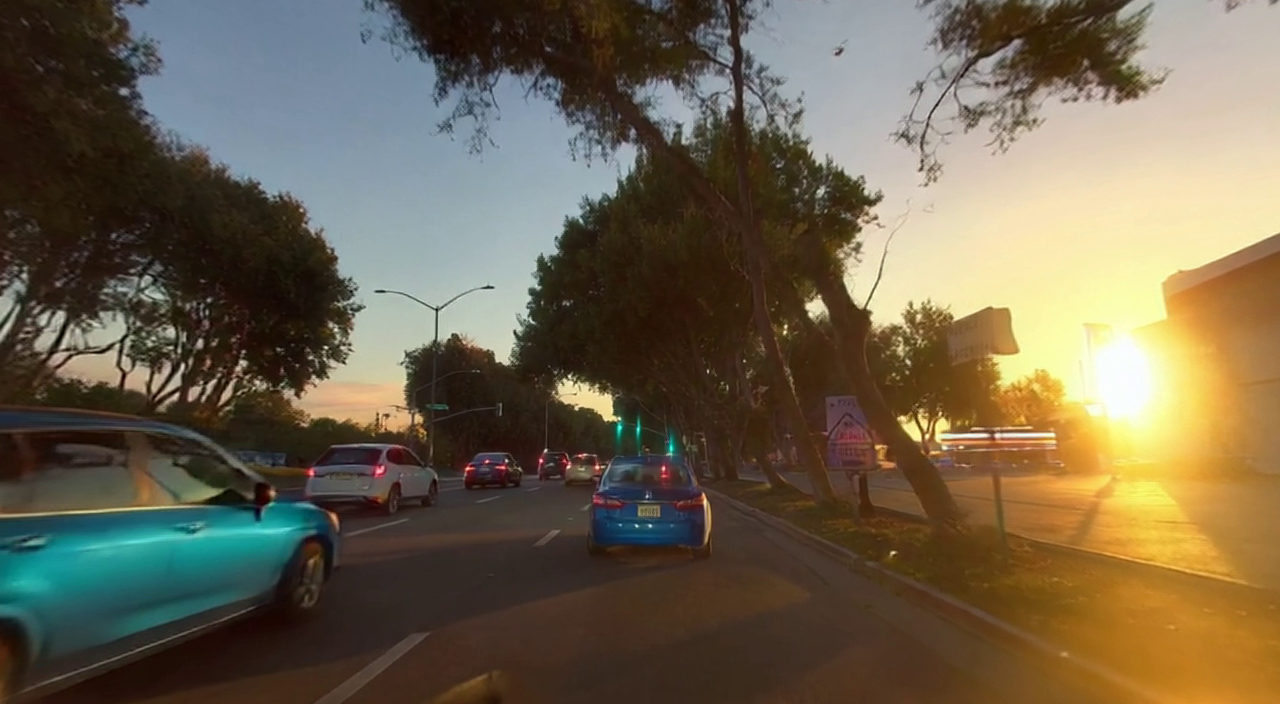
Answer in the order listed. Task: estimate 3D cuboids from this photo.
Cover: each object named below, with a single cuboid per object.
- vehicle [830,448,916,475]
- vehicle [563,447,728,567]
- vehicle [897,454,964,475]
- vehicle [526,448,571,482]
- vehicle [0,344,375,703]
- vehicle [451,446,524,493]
[{"bbox_3d":[18.265,8.567,49.565,5.852,1.962,2.323,-8,-12,42],"label":"vehicle"},{"bbox_3d":[0.120,2.266,10.027,2.091,1.494,3.962,0,-9,1],"label":"vehicle"},{"bbox_3d":[22.550,8.754,48.977,4.220,1.550,1.935,-10,-14,43],"label":"vehicle"},{"bbox_3d":[-6.424,7.968,44.882,2.348,2.250,5.004,0,-9,1],"label":"vehicle"},{"bbox_3d":[-3.560,0.979,3.427,2.055,1.725,4.732,0,-9,1],"label":"vehicle"},{"bbox_3d":[-6.732,5.207,28.339,2.130,1.900,4.470,0,-9,1],"label":"vehicle"}]
